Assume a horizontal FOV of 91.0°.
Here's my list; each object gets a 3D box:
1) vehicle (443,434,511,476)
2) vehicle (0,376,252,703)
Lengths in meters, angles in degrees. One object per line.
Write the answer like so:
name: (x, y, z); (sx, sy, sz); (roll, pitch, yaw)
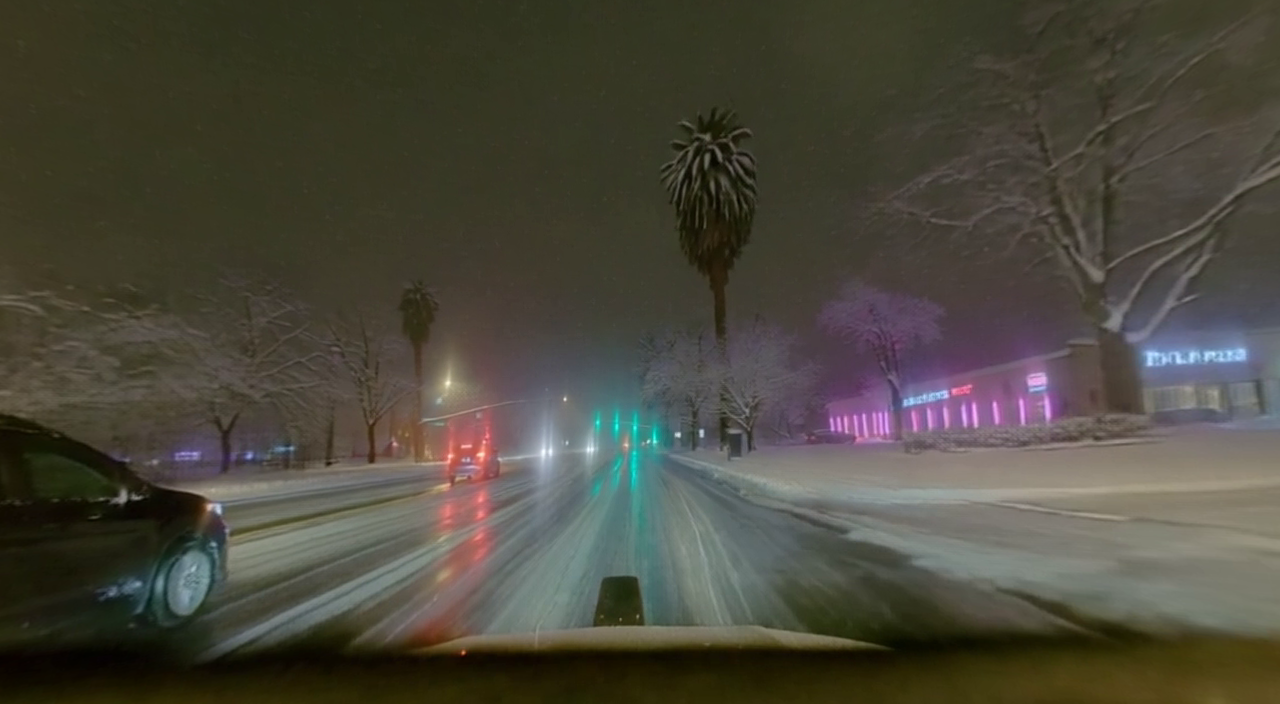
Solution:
vehicle: (-7.722, 4.900, 30.266); (2.136, 1.844, 4.363); (0, -8, 0)
vehicle: (-4.248, 0.945, 3.080); (2.041, 1.666, 4.182); (0, -8, -1)
